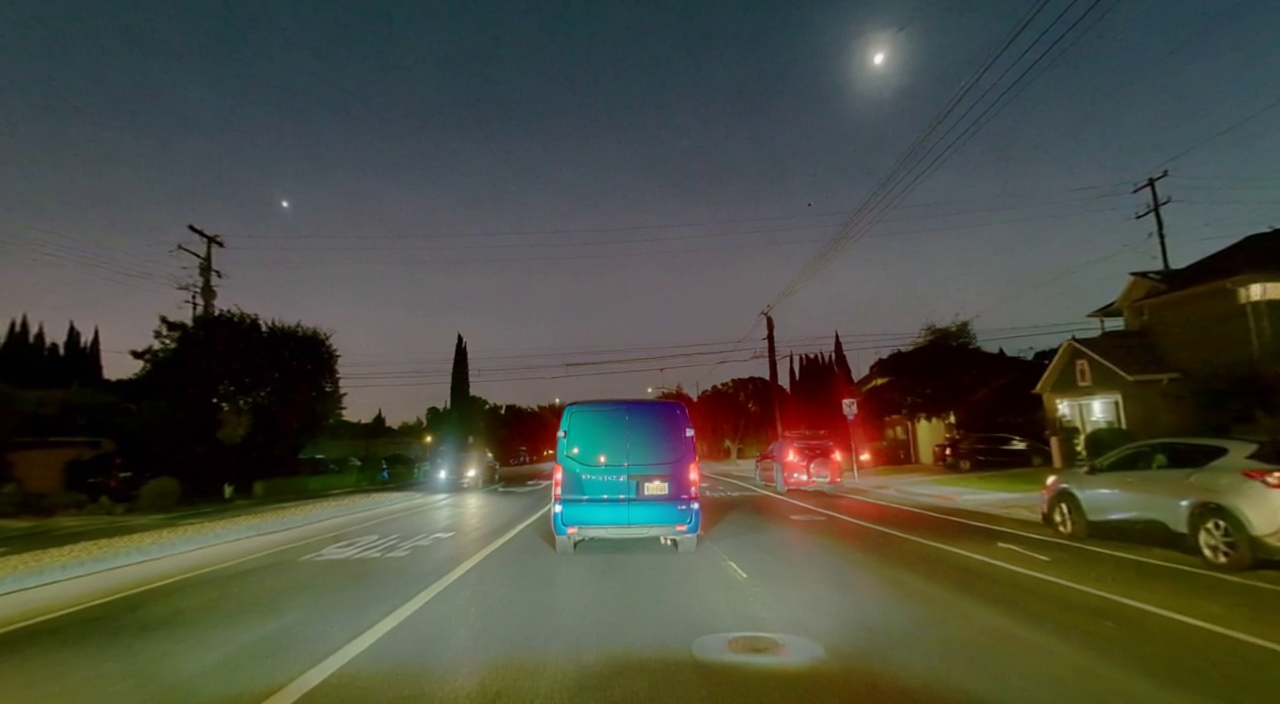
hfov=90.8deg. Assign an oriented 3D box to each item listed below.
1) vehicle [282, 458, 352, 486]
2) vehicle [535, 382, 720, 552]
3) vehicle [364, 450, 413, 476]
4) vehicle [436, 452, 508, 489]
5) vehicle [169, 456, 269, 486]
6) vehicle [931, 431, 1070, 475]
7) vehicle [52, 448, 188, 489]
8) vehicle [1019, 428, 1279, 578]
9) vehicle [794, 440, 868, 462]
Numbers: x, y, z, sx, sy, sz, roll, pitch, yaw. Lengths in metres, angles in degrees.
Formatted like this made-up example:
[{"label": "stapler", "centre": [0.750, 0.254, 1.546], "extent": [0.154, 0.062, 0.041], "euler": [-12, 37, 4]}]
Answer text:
[{"label": "vehicle", "centre": [-18.449, 6.857, 36.280], "extent": [1.816, 1.445, 4.120], "euler": [0, -9, 0]}, {"label": "vehicle", "centre": [-0.309, 1.824, 10.539], "extent": [2.342, 2.142, 4.809], "euler": [0, -9, -4]}, {"label": "vehicle", "centre": [-18.002, 7.922, 45.379], "extent": [1.841, 1.769, 4.105], "euler": [0, -9, 0]}, {"label": "vehicle", "centre": [-7.447, 5.301, 28.506], "extent": [1.962, 1.481, 4.434], "euler": [0, -9, 1]}, {"label": "vehicle", "centre": [-27.404, 7.736, 41.214], "extent": [4.972, 1.776, 2.057], "euler": [0, -9, -1]}, {"label": "vehicle", "centre": [13.128, 3.700, 23.199], "extent": [3.916, 1.517, 1.887], "euler": [0, -9, -1]}, {"label": "vehicle", "centre": [-26.900, 6.021, 32.833], "extent": [5.026, 2.017, 2.215], "euler": [0, -9, -1]}, {"label": "vehicle", "centre": [7.348, 1.825, 8.352], "extent": [1.883, 1.504, 4.220], "euler": [0, -9, -3]}, {"label": "vehicle", "centre": [13.090, 6.805, 43.448], "extent": [4.483, 1.463, 1.805], "euler": [0, -9, -1]}]
